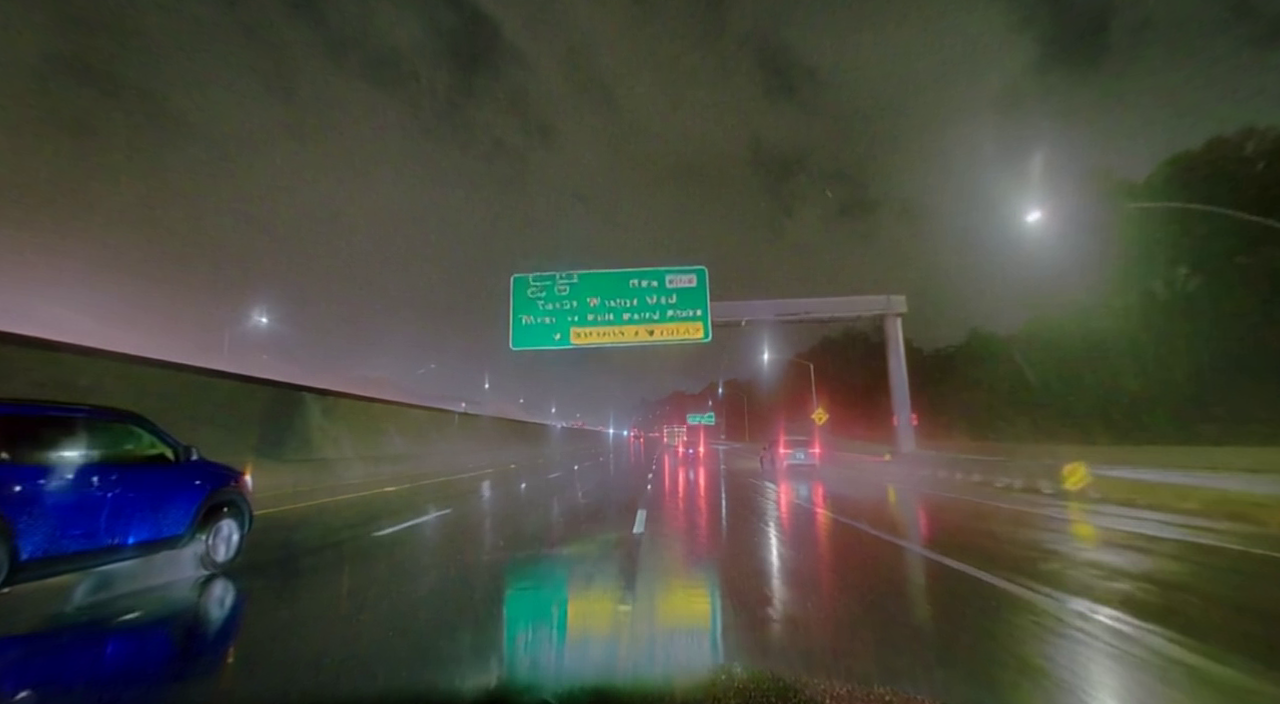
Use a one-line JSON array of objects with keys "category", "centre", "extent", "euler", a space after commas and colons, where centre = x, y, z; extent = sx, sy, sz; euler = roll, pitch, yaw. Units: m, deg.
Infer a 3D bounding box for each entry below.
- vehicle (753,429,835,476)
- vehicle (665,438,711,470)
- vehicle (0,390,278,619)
[{"category": "vehicle", "centre": [6.125, 4.069, 25.790], "extent": [2.184, 1.712, 4.856], "euler": [0, -8, 0]}, {"category": "vehicle", "centre": [2.400, 5.270, 33.058], "extent": [2.108, 1.509, 5.059], "euler": [0, -8, 1]}, {"category": "vehicle", "centre": [-5.607, 1.274, 5.756], "extent": [2.000, 1.646, 4.201], "euler": [0, -8, 2]}]
